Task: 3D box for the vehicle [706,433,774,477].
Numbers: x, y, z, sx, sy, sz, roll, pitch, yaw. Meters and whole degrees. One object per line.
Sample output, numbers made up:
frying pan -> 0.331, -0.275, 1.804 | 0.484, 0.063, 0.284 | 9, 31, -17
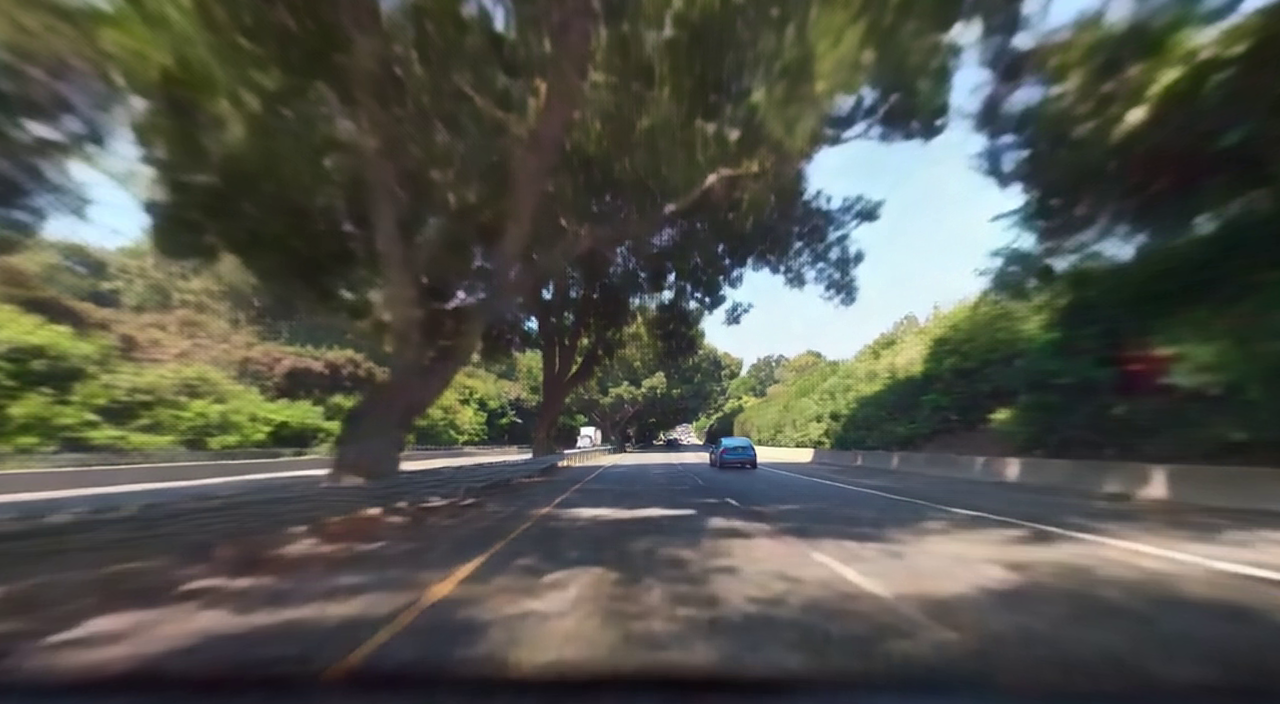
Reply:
vehicle -> 4.025, 4.238, 26.104 | 2.022, 1.663, 4.245 | 0, -8, -1
